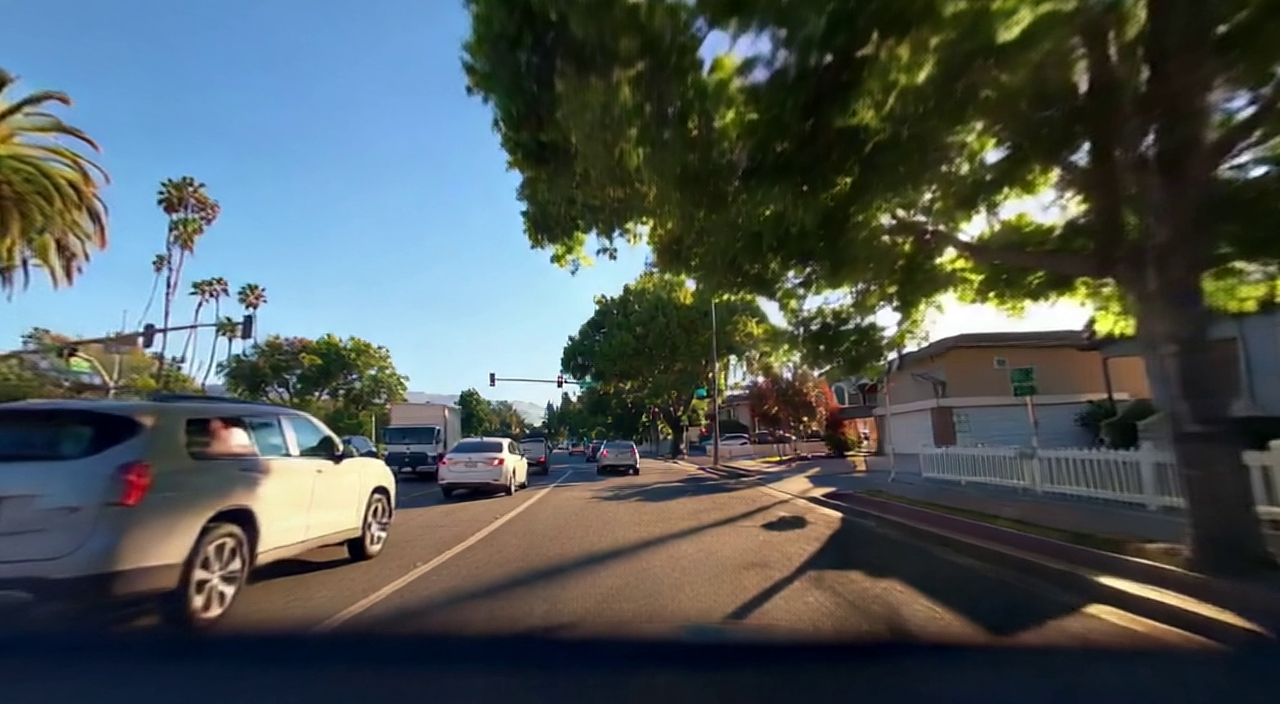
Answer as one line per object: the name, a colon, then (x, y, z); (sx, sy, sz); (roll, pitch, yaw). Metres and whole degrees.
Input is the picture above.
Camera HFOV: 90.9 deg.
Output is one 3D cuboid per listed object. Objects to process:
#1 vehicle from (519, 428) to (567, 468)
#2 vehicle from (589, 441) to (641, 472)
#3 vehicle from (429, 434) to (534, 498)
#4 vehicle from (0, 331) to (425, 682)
vehicle: (-4.916, 4.944, 32.543); (2.032, 1.852, 4.571); (-1, -8, -4)
vehicle: (-1.216, 4.616, 28.157); (2.131, 1.222, 3.868); (0, -8, -5)
vehicle: (-4.009, 2.941, 16.671); (1.709, 1.425, 4.337); (-1, -8, -1)
vehicle: (-3.973, 1.175, 5.906); (2.144, 1.877, 4.899); (-1, -8, 1)
